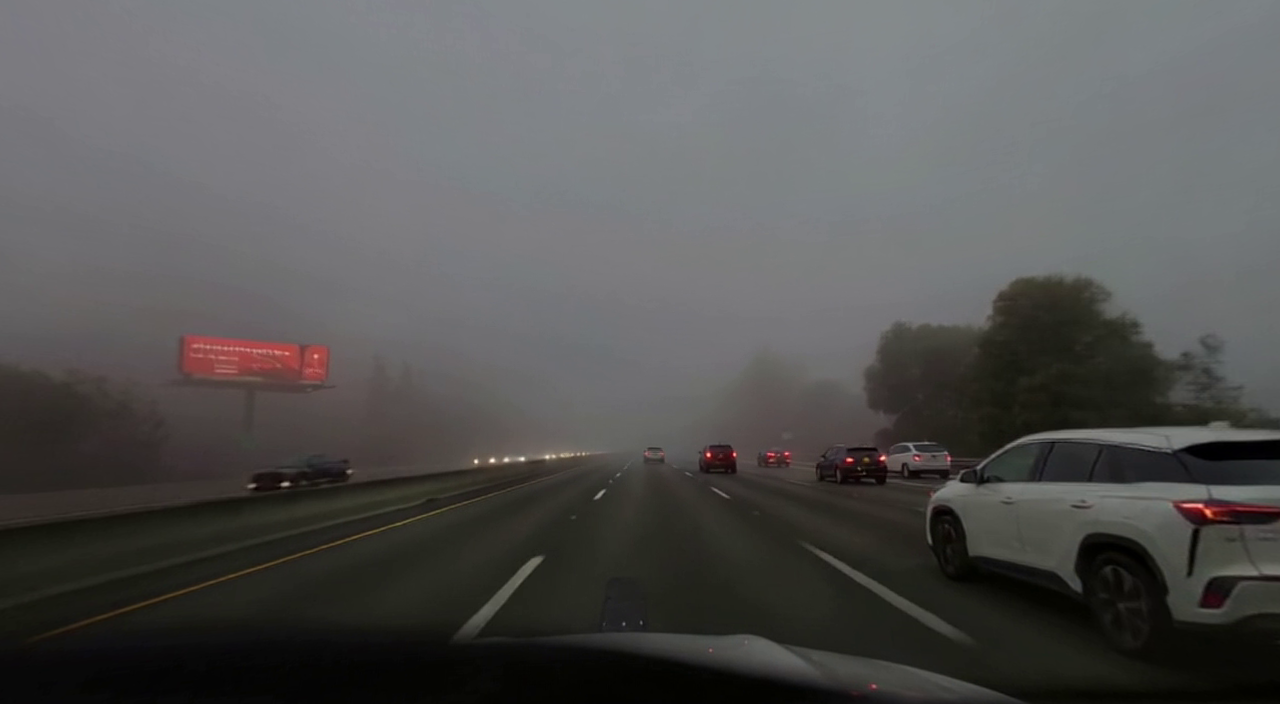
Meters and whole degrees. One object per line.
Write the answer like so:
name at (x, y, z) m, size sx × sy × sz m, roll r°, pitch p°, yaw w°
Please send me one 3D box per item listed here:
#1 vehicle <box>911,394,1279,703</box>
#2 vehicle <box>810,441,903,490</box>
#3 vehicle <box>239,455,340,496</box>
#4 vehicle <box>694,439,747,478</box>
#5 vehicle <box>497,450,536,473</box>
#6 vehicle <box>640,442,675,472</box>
vehicle at (3.919, 1.230, 4.482) m, size 1.989 × 1.609 × 4.355 m, roll 0°, pitch -8°, yaw -1°
vehicle at (7.643, 4.028, 22.734) m, size 1.807 × 1.558 × 4.352 m, roll 0°, pitch -8°, yaw 0°
vehicle at (-16.492, 5.796, 30.037) m, size 2.158 × 1.692 × 4.521 m, roll -1°, pitch -8°, yaw 1°
vehicle at (4.129, 5.551, 33.221) m, size 2.075 × 1.845 × 4.667 m, roll 0°, pitch -8°, yaw -1°
vehicle at (-9.288, 8.258, 47.879) m, size 1.912 × 1.610 × 4.646 m, roll -1°, pitch -8°, yaw 1°
vehicle at (1.115, 6.787, 41.115) m, size 2.145 × 1.832 × 4.004 m, roll -1°, pitch -8°, yaw 1°
